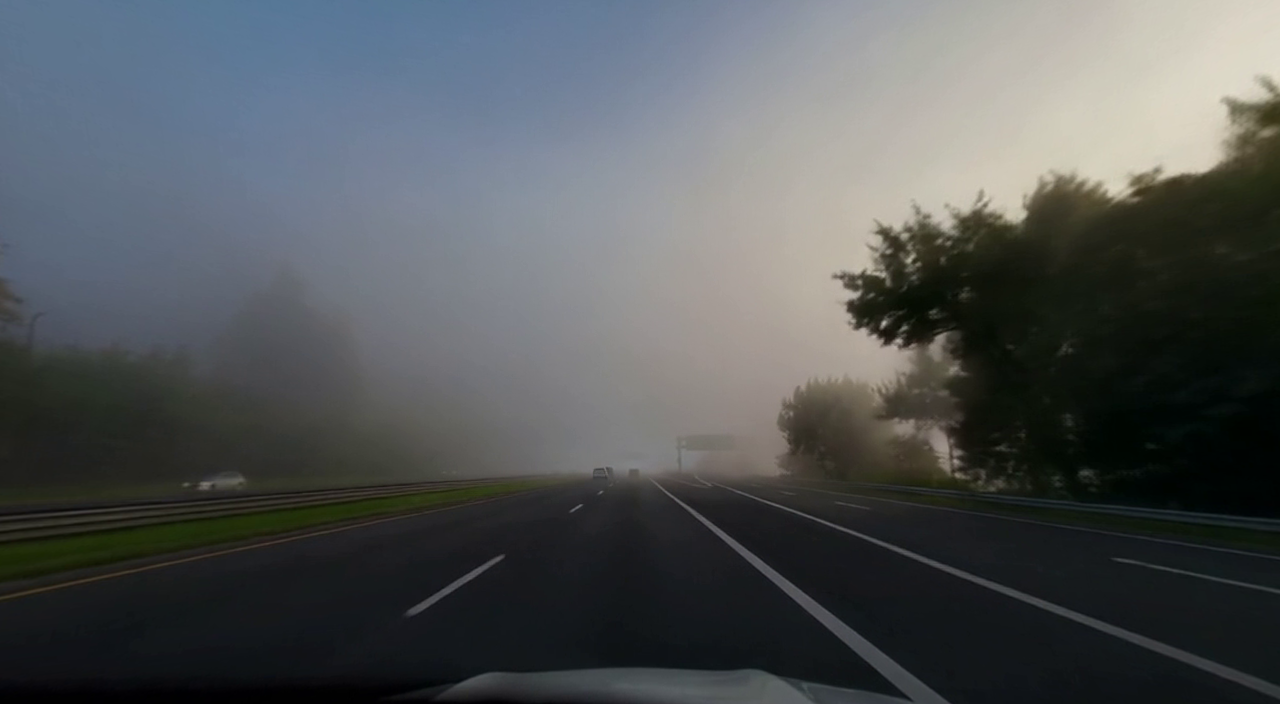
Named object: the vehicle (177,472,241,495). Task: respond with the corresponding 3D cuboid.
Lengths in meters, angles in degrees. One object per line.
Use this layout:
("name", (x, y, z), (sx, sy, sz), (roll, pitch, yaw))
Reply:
("vehicle", (-30.648, 9.327, 44.963), (1.770, 1.466, 4.225), (2, -11, -4))
